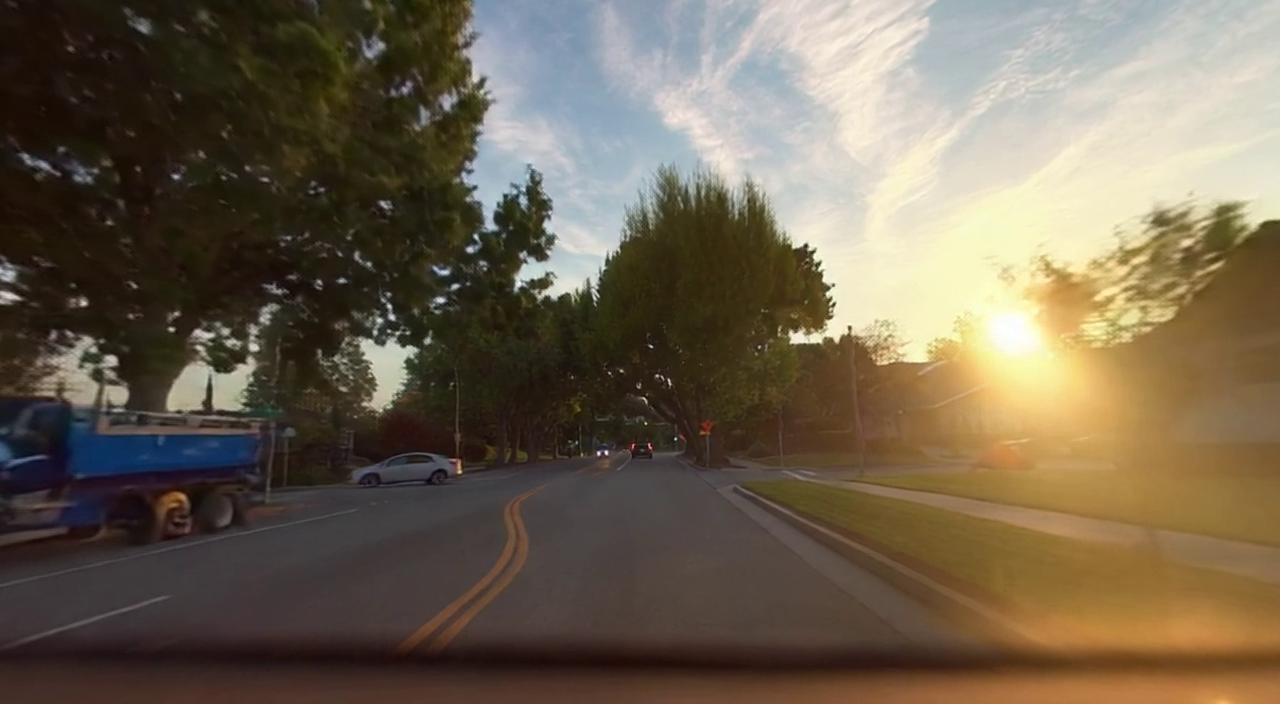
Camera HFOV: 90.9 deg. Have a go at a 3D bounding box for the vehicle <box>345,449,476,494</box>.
[{"bbox_3d":[-9.392,4.919,26.060,4.594,1.696,1.971,1,-9,-1],"label":"vehicle"}]

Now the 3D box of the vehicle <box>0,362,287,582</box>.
[{"bbox_3d":[-9.373,1.941,10.279,2.816,2.723,7.506,-4,-9,1],"label":"vehicle"}]
